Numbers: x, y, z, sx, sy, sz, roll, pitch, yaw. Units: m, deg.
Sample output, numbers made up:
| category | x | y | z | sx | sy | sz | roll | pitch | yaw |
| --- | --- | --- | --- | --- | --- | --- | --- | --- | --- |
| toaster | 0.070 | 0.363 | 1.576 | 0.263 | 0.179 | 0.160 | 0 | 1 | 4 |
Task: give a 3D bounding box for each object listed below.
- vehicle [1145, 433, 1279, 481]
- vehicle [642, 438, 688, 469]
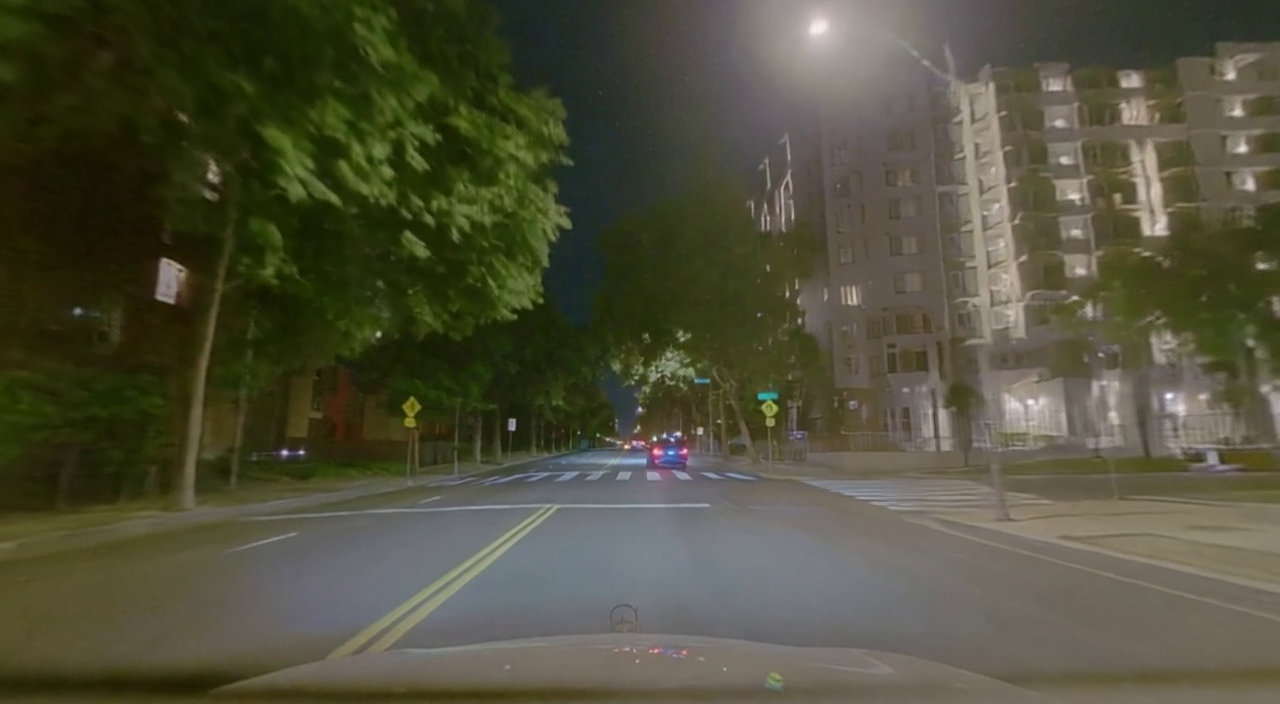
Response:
| category | x | y | z | sx | sy | sz | roll | pitch | yaw |
| --- | --- | --- | --- | --- | --- | --- | --- | --- | --- |
| vehicle | 23.956 | 4.256 | 25.703 | 4.676 | 1.775 | 2.085 | -2 | -9 | 2 |
| vehicle | 1.396 | 5.889 | 36.733 | 1.981 | 1.703 | 3.691 | 1 | -9 | -8 |
